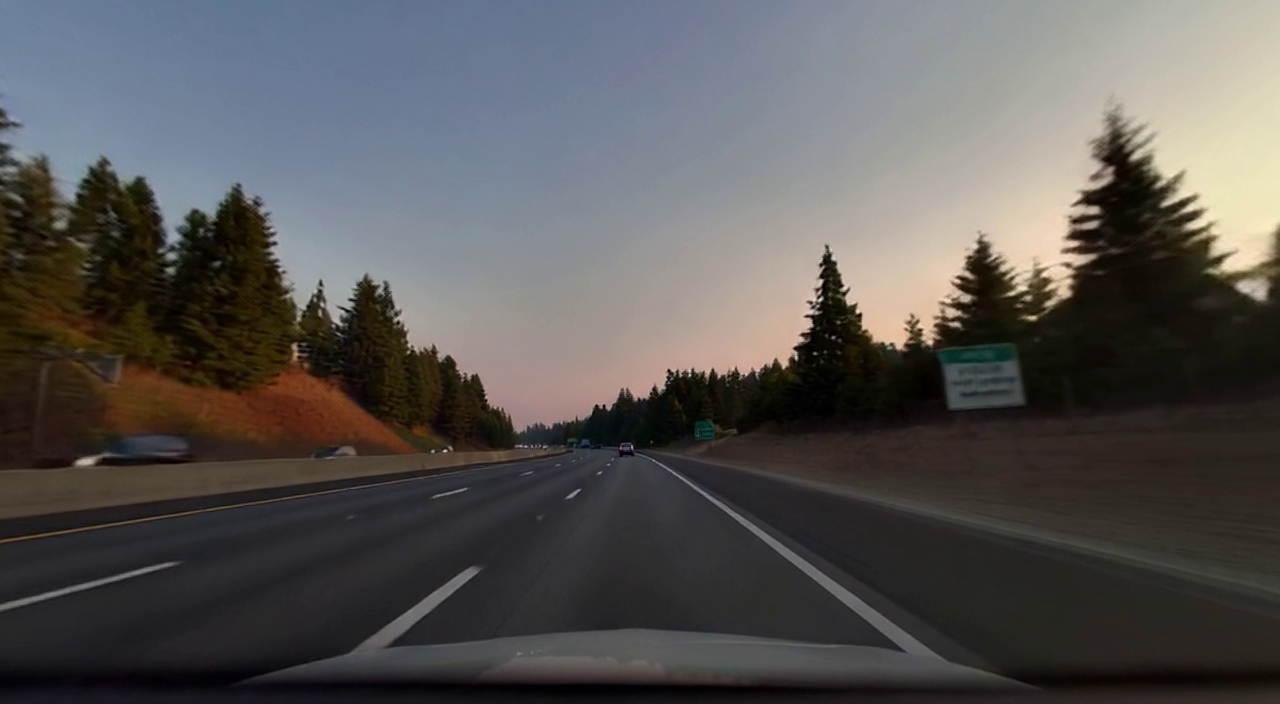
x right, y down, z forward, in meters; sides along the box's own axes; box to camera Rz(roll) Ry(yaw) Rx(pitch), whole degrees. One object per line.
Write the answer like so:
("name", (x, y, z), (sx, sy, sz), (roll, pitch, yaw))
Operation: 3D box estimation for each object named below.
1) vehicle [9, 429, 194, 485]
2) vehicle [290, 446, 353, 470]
("vehicle", (-17.320, 3.403, 20.689), (1.984, 1.622, 4.617), (0, -8, -1))
("vehicle", (-20.826, 6.925, 41.418), (1.778, 1.477, 4.642), (0, -8, -1))
